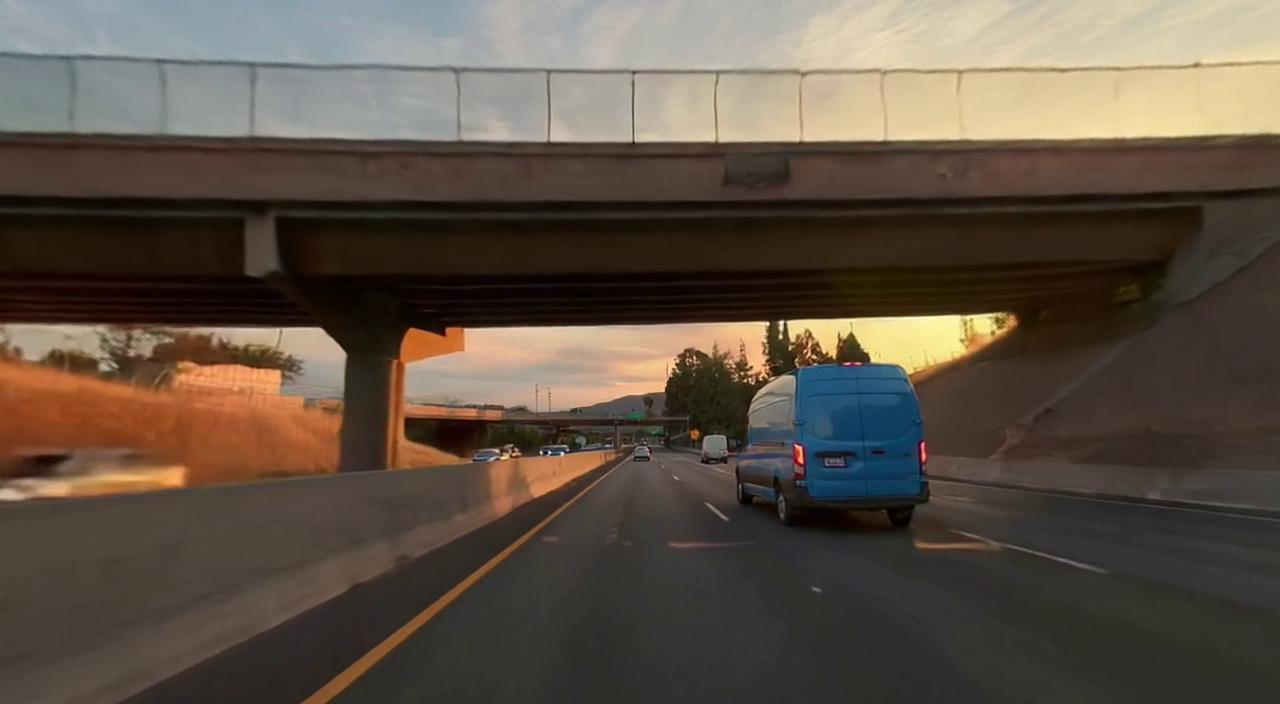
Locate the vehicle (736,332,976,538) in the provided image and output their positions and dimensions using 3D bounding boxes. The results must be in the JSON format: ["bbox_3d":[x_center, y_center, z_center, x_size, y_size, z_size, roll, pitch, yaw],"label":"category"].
[{"bbox_3d":[3.824,1.772,13.183,2.460,3.155,6.902,0,-9,-1],"label":"vehicle"}]

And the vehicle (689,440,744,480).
[{"bbox_3d":[3.506,5.034,29.658,2.009,1.731,4.149,0,-9,-1],"label":"vehicle"}]

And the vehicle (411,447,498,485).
[{"bbox_3d":[-7.600,4.714,26.383,2.225,1.422,4.691,0,-9,0],"label":"vehicle"}]
